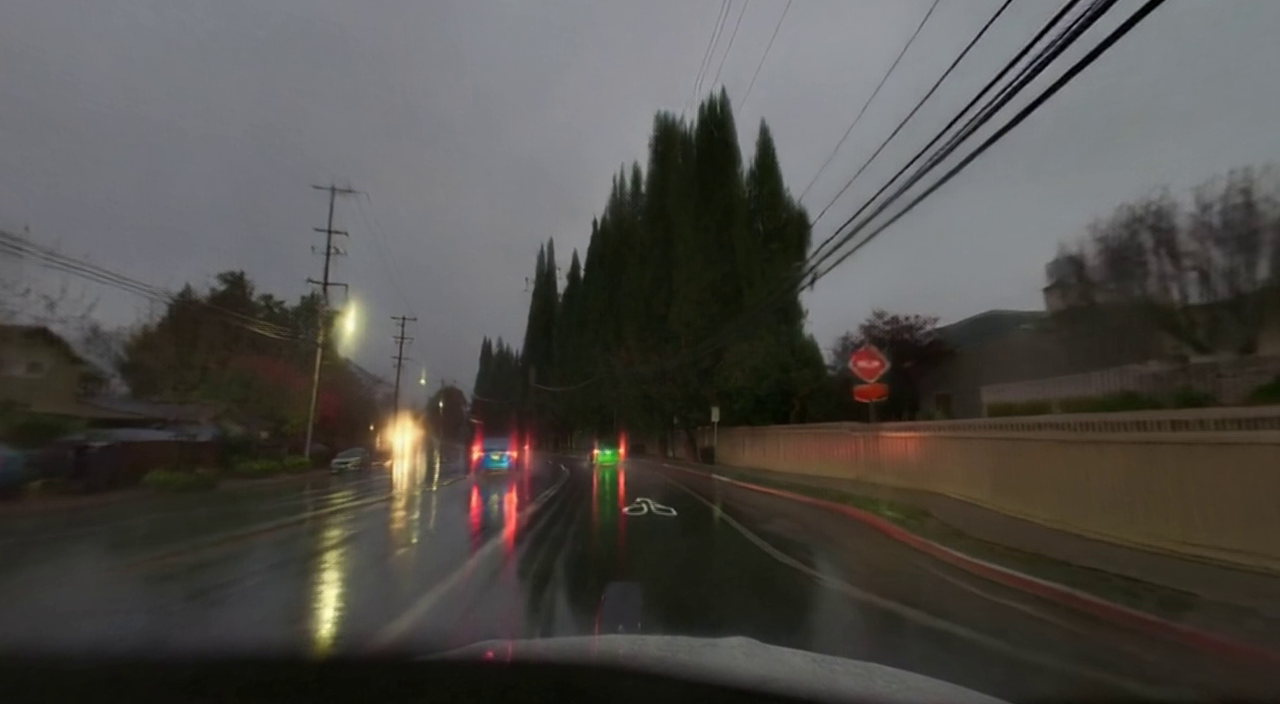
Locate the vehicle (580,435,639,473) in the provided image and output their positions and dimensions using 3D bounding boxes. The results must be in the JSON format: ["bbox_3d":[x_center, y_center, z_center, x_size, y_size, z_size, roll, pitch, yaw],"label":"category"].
[{"bbox_3d":[-1.429,4.461,27.753,2.168,1.504,4.284,1,-9,-8],"label":"vehicle"}]

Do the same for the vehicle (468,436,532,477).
[{"bbox_3d":[-5.259,3.980,24.260,1.913,1.425,4.235,1,-9,-6],"label":"vehicle"}]

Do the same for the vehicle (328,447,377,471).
[{"bbox_3d":[-18.587,6.905,41.061,1.944,1.458,4.549,2,-9,-12],"label":"vehicle"}]
